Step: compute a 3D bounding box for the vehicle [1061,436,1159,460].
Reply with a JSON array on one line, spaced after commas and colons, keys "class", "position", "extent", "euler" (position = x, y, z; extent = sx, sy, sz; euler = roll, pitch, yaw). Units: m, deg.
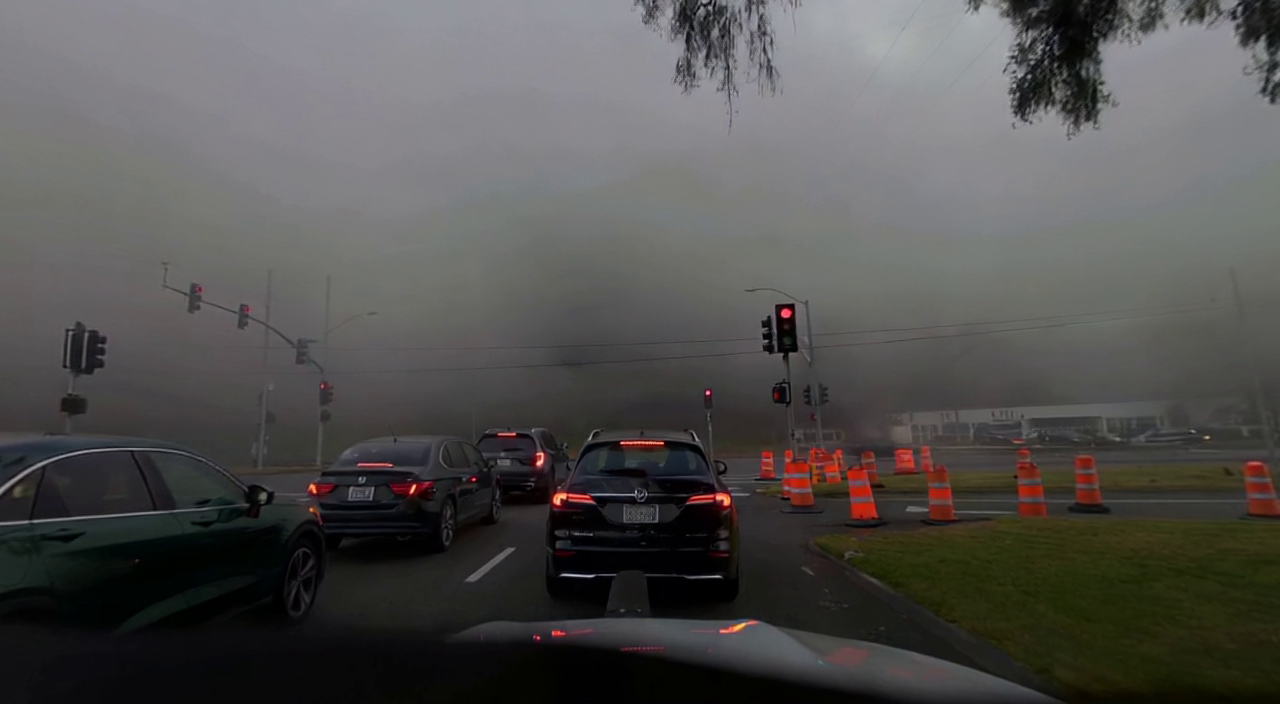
[{"class": "vehicle", "position": [30.502, 6.242, 40.934], "extent": [4.807, 1.504, 1.837], "euler": [0, -9, 1]}]

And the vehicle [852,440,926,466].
[{"class": "vehicle", "position": [16.074, 6.513, 40.790], "extent": [4.051, 1.583, 1.794], "euler": [0, -9, 1]}]

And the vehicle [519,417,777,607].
[{"class": "vehicle", "position": [0.109, 1.626, 7.212], "extent": [2.167, 1.560, 3.676], "euler": [0, -9, 1]}]

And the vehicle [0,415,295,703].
[{"class": "vehicle", "position": [-3.593, 0.947, 2.162], "extent": [2.064, 1.497, 4.722], "euler": [0, -9, 1]}]

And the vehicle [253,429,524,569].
[{"class": "vehicle", "position": [-3.264, 2.004, 9.450], "extent": [1.989, 1.541, 4.626], "euler": [0, -9, 2]}]
